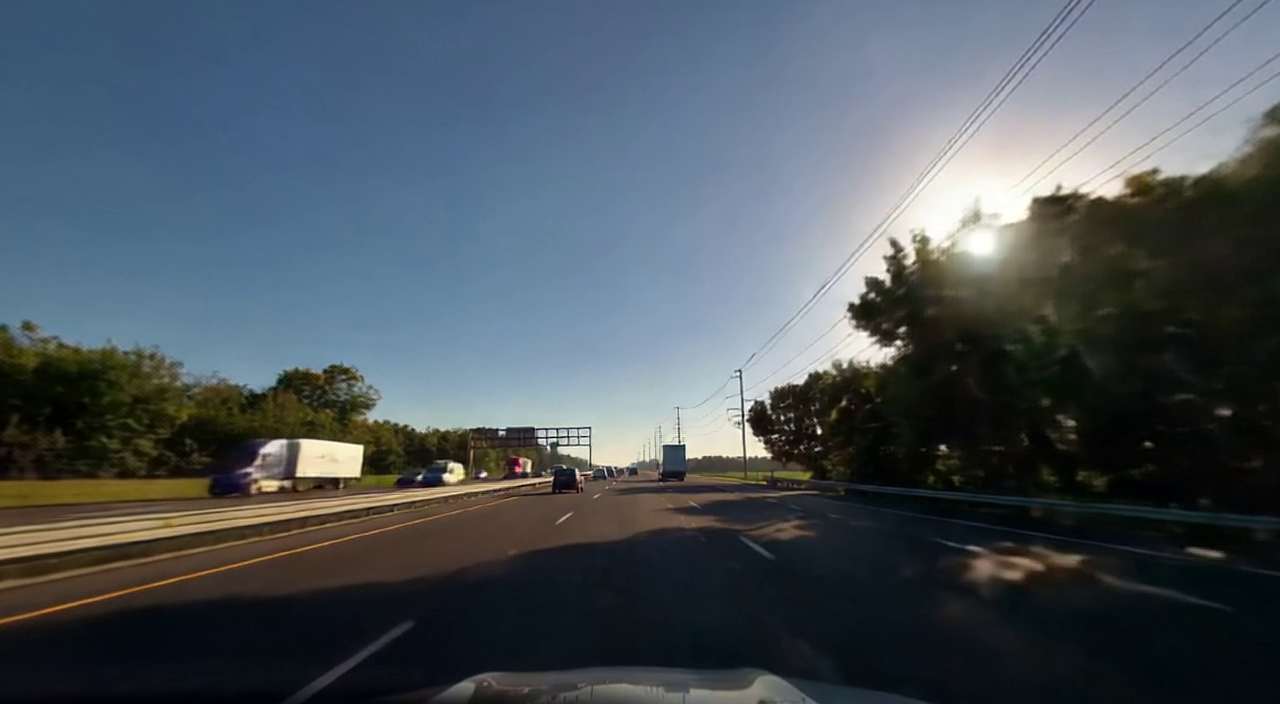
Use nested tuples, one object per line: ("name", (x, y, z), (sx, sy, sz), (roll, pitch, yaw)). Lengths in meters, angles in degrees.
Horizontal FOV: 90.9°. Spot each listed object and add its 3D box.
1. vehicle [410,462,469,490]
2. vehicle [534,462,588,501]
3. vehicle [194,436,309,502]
("vehicle", (-12.245, 7.626, 38.773), (2.013, 1.575, 4.759), (1, -11, 0))
("vehicle", (-3.519, 5.856, 28.749), (1.942, 1.597, 3.943), (1, -11, 0))
("vehicle", (-23.452, 7.136, 38.526), (2.967, 3.641, 5.986), (1, -11, 0))
